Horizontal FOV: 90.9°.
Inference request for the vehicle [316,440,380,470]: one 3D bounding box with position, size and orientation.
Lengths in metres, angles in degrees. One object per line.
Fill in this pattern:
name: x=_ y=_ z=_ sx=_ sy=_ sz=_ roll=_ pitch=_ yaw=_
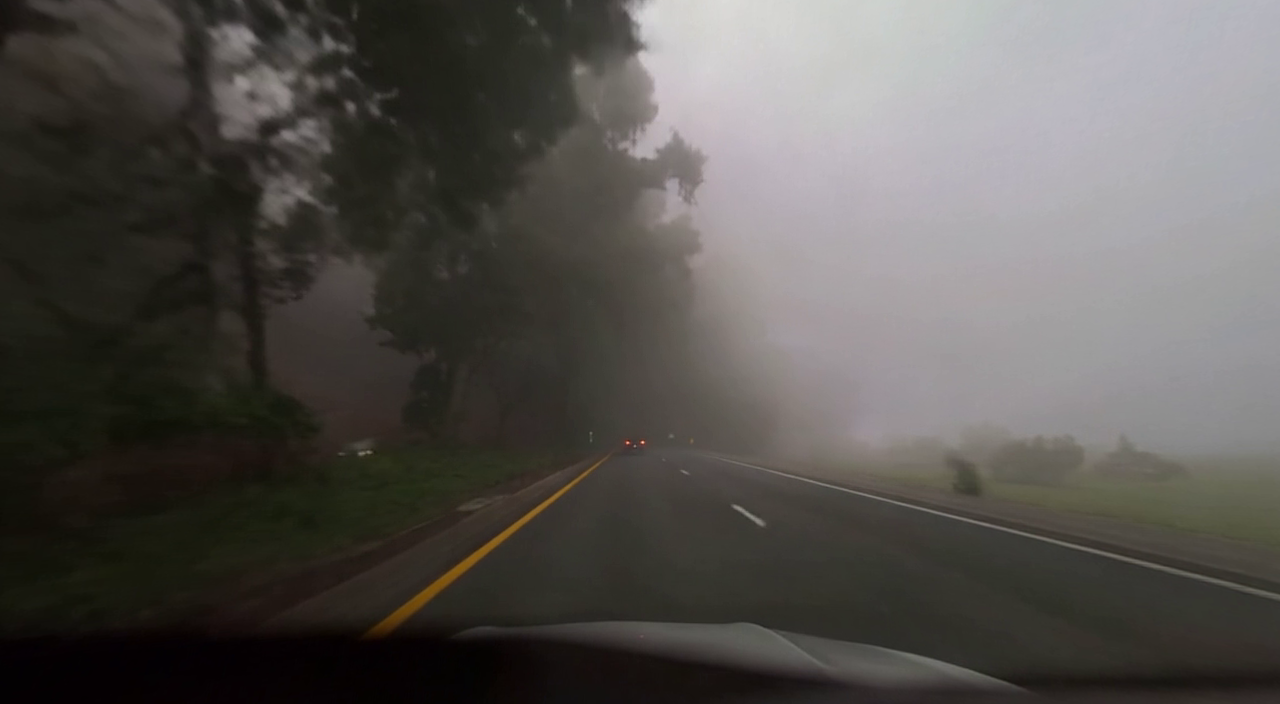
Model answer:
vehicle: x=-16.045 y=5.645 z=34.805 sx=1.705 sy=1.578 sz=3.793 roll=0 pitch=-8 yaw=0
